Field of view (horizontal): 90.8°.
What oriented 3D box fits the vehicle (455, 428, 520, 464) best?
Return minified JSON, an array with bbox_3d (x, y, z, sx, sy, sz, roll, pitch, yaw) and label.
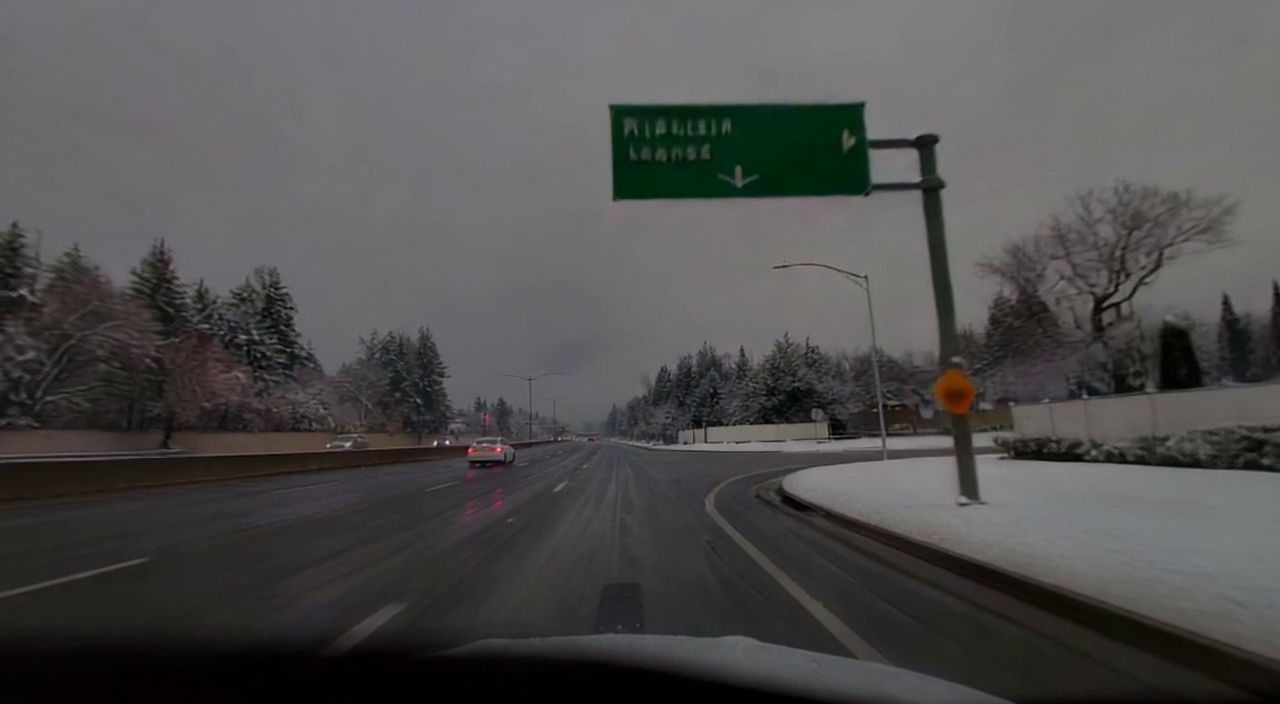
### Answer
[{"bbox_3d":[-7.698,4.815,32.371,2.115,1.711,4.722,0,-8,1],"label":"vehicle"}]
